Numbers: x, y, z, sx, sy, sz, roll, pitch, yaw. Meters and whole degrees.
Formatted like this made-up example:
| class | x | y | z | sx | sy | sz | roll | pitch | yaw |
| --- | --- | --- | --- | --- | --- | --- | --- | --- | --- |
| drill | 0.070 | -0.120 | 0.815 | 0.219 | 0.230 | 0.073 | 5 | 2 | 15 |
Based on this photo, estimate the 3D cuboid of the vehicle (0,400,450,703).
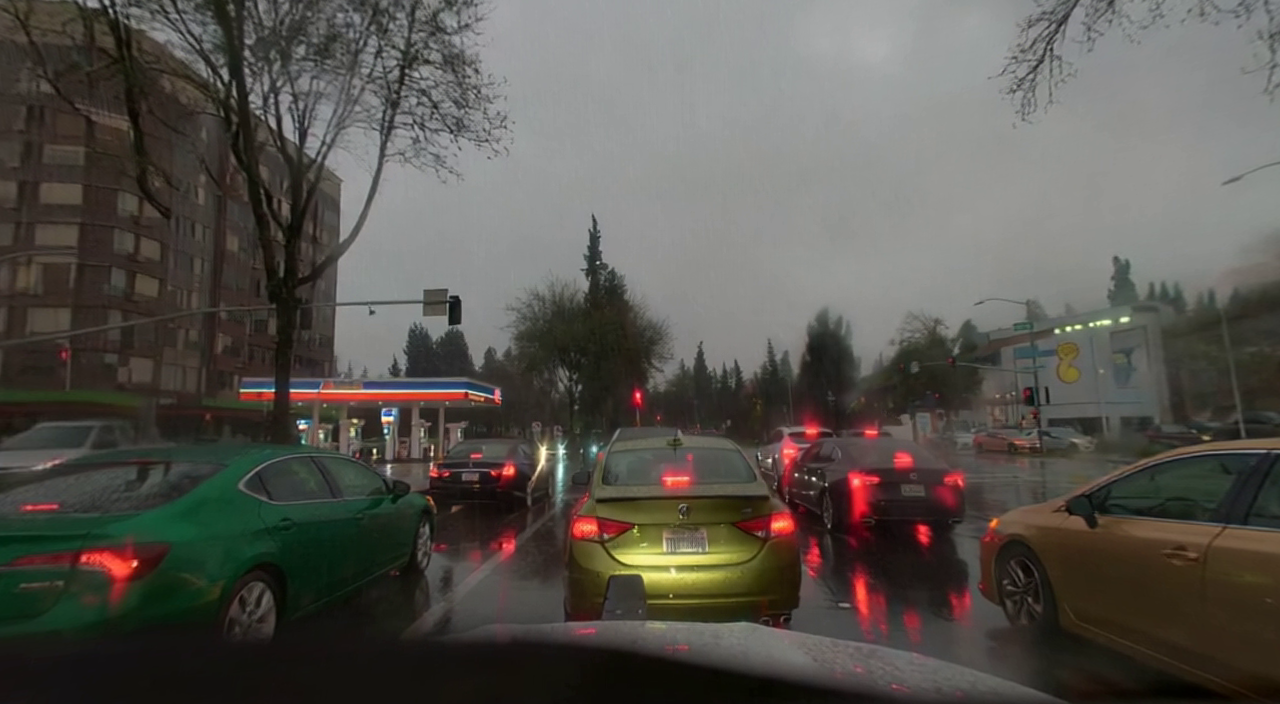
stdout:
| class | x | y | z | sx | sy | sz | roll | pitch | yaw |
| --- | --- | --- | --- | --- | --- | --- | --- | --- | --- |
| vehicle | -3.017 | 1.259 | 4.606 | 1.887 | 1.493 | 4.255 | 0 | -9 | 0 |

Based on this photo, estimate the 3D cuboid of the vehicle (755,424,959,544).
| class | x | y | z | sx | sy | sz | roll | pitch | yaw |
| --- | --- | --- | --- | --- | --- | --- | --- | --- | --- |
| vehicle | 3.367 | 2.129 | 10.773 | 1.947 | 1.630 | 4.127 | 0 | -9 | -1 |

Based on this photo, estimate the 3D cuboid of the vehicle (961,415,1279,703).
| class | x | y | z | sx | sy | sz | roll | pitch | yaw |
| --- | --- | --- | --- | --- | --- | --- | --- | --- | --- |
| vehicle | 4.167 | 1.144 | 3.643 | 1.950 | 1.497 | 4.686 | 0 | -9 | -3 |

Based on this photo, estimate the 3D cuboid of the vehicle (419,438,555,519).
| class | x | y | z | sx | sy | sz | roll | pitch | yaw |
| --- | --- | --- | --- | --- | --- | --- | --- | --- | --- |
| vehicle | -3.092 | 2.640 | 13.688 | 1.867 | 1.474 | 4.237 | 0 | -9 | 0 |

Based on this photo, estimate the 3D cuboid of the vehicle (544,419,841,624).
| class | x | y | z | sx | sy | sz | roll | pitch | yaw |
| --- | --- | --- | --- | --- | --- | --- | --- | --- | --- |
| vehicle | 0.336 | 1.590 | 6.934 | 2.220 | 1.507 | 4.317 | 0 | -9 | -2 |
